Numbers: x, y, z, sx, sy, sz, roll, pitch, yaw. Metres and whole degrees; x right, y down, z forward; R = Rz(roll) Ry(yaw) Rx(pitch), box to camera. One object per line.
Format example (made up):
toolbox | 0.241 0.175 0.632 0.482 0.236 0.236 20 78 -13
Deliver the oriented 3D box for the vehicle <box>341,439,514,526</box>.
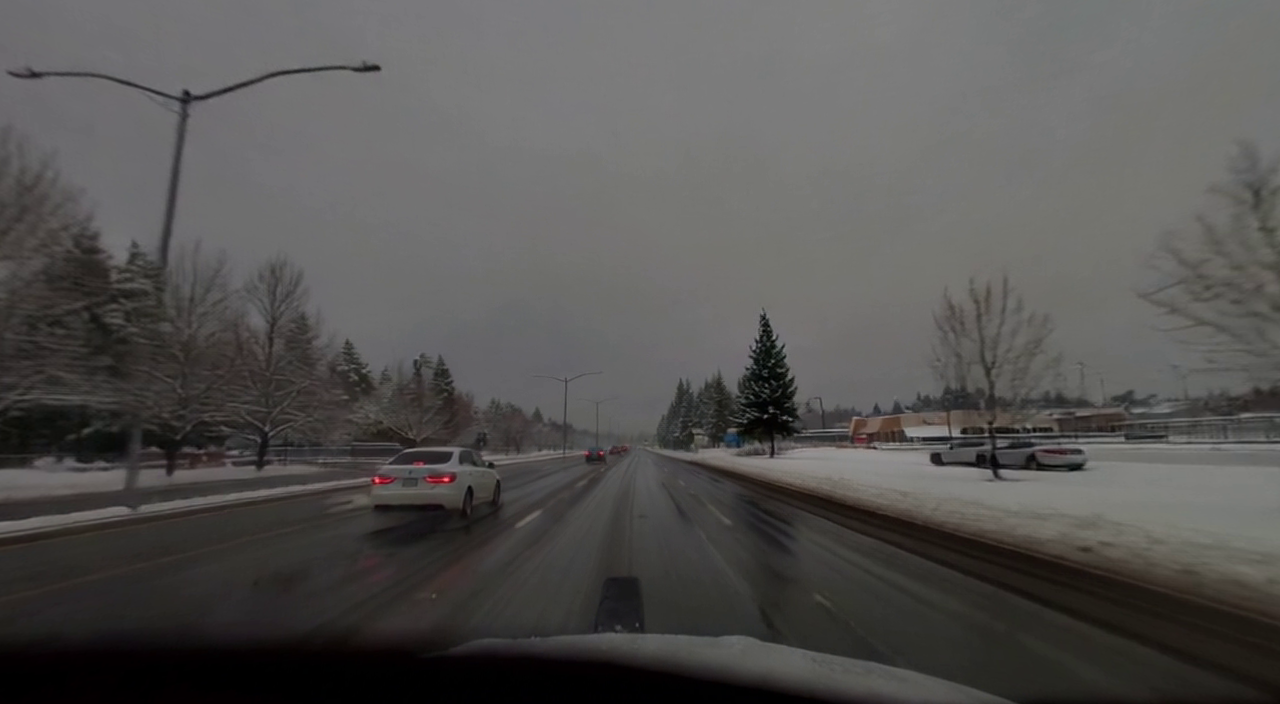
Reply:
vehicle | -4.085 2.571 13.073 2.003 1.454 4.484 0 -9 0

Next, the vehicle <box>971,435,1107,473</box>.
vehicle | 16.102 4.141 25.672 4.197 1.466 1.930 0 -9 -2

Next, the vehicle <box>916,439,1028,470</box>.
vehicle | 16.332 5.063 31.246 4.429 1.459 1.967 0 -9 1
